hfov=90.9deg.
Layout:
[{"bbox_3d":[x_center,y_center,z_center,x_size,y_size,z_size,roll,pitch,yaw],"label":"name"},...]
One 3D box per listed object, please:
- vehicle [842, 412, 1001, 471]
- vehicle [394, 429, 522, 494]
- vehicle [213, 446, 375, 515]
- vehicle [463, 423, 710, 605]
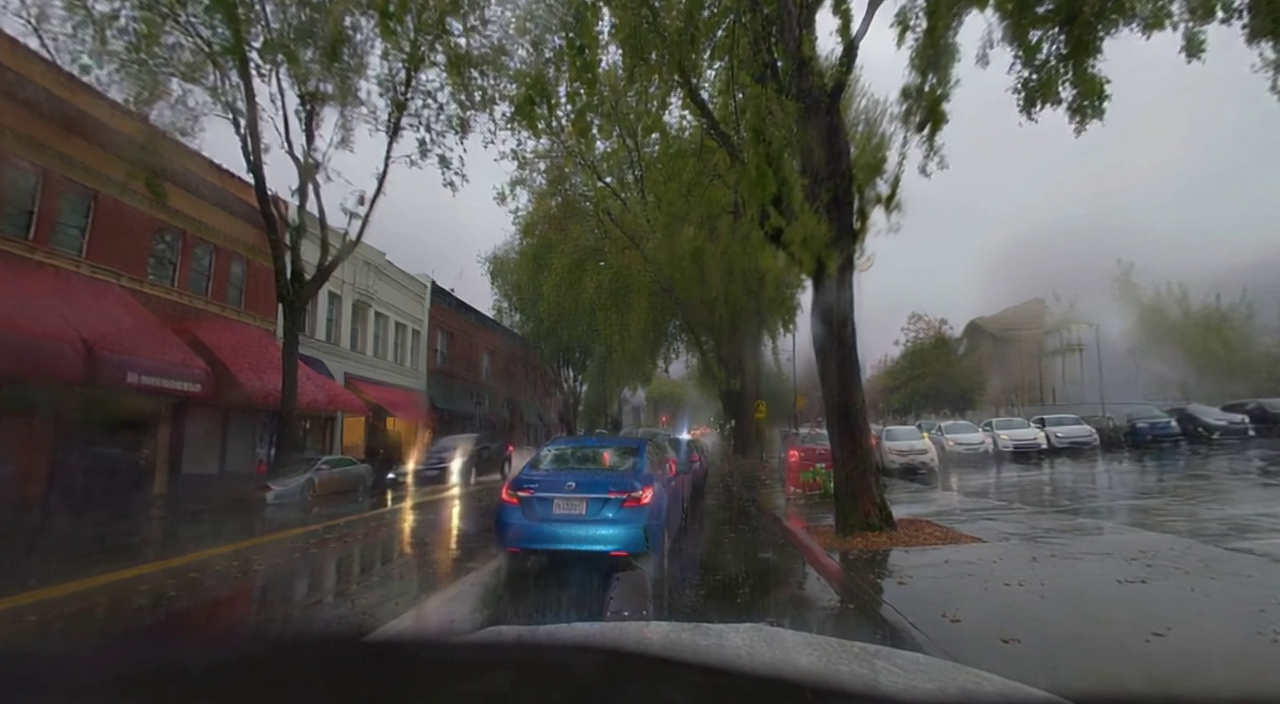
[{"bbox_3d":[9.018,2.830,20.222,4.558,1.528,1.915,0,-8,-23],"label":"vehicle"},{"bbox_3d":[-5.557,3.421,20.065,2.071,1.811,4.711,-2,-8,9],"label":"vehicle"},{"bbox_3d":[-11.004,4.064,20.589,2.081,1.718,5.342,-6,-9,3],"label":"vehicle"},{"bbox_3d":[-0.268,1.636,7.294,1.939,1.478,3.922,-2,-8,9],"label":"vehicle"}]
